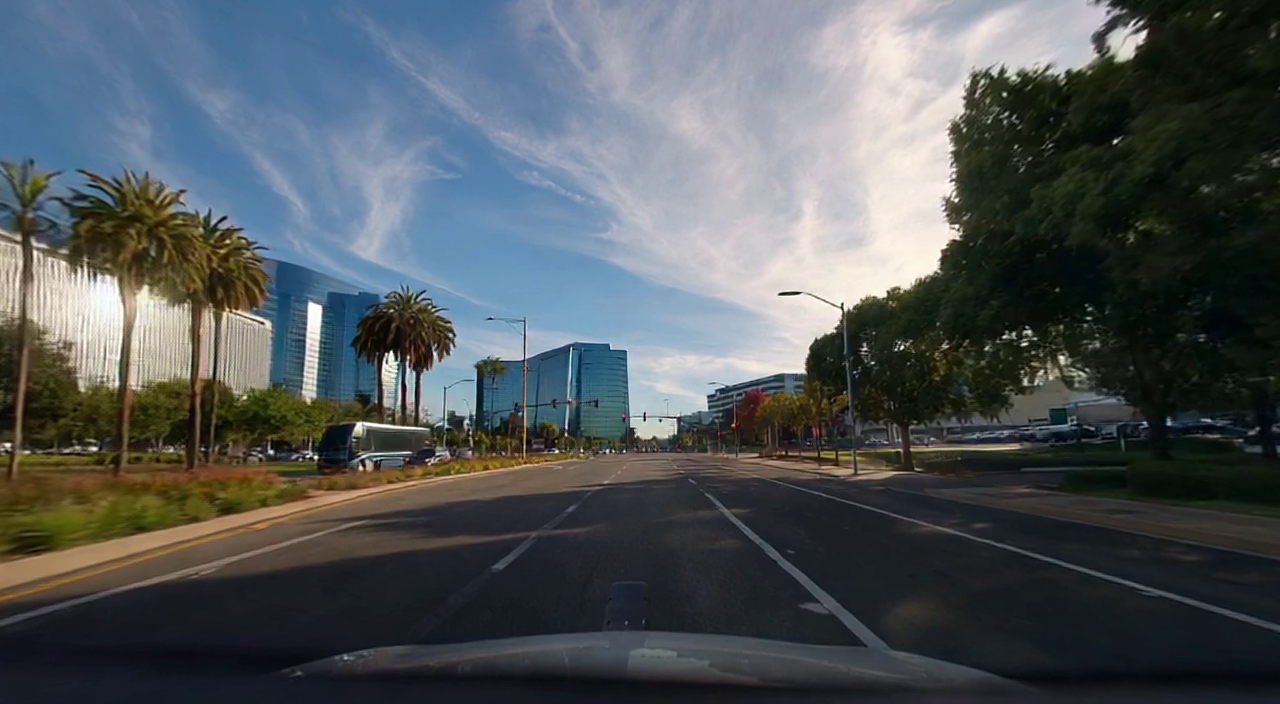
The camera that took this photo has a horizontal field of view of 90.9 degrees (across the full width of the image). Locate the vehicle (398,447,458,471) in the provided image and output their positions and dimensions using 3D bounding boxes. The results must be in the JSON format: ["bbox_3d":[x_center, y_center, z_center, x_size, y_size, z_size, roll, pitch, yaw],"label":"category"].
[{"bbox_3d":[-14.018,7.089,41.981,2.130,1.509,4.644,-1,-8,3],"label":"vehicle"}]

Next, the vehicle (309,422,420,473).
[{"bbox_3d":[-20.839,7.373,48.923,3.013,3.417,12.442,0,-8,0],"label":"vehicle"}]
